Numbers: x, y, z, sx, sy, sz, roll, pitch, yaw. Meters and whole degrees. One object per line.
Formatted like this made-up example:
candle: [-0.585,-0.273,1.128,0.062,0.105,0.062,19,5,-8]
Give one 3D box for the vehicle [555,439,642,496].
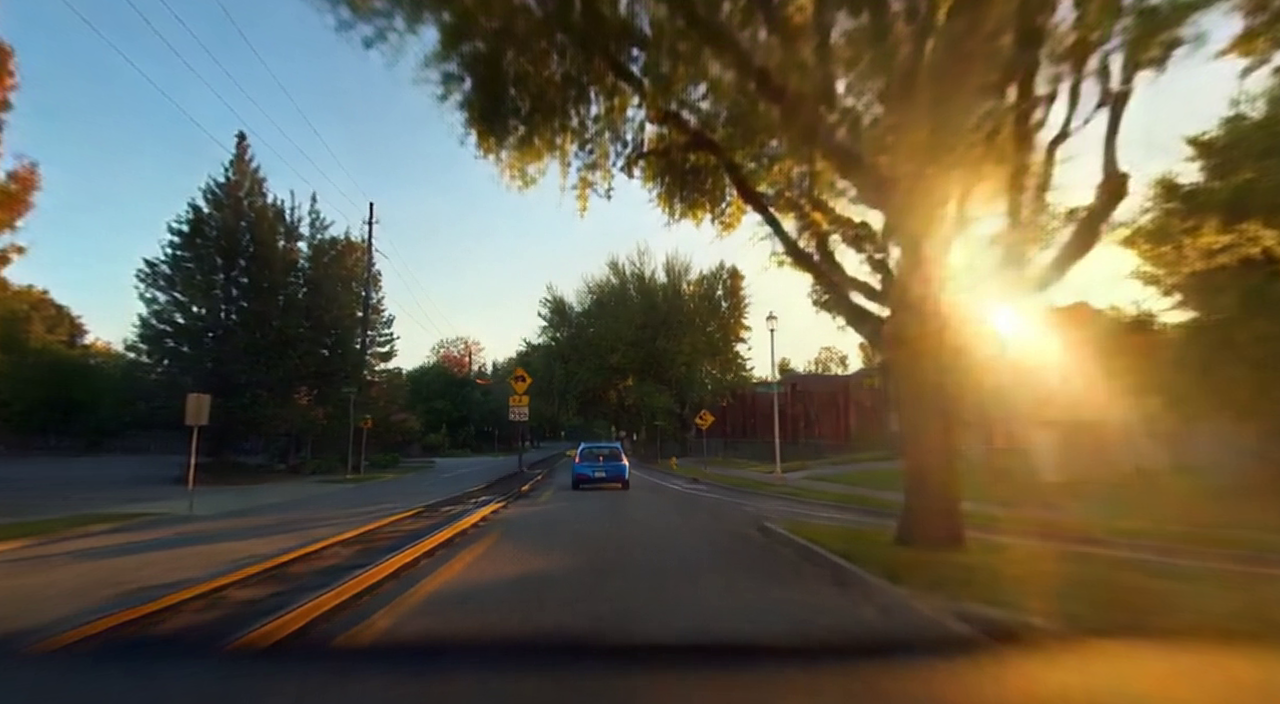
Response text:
vehicle: [-1.295,3.406,19.111,2.295,1.510,4.364,1,-8,-5]
